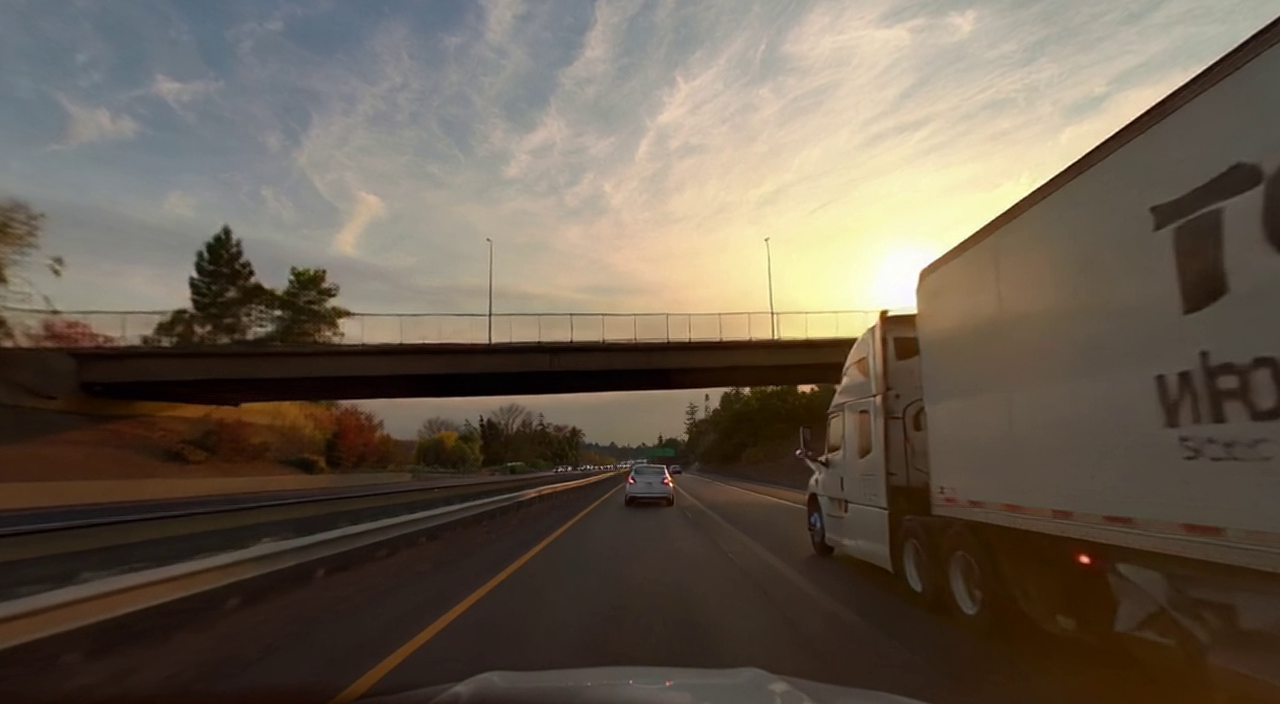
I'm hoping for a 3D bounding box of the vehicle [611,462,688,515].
[{"bbox_3d":[0.296,4.213,19.686,2.156,1.444,3.762,1,-10,1],"label":"vehicle"}]

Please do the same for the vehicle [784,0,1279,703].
[{"bbox_3d":[4.420,0.297,4.189,2.964,4.188,16.587,1,-10,0],"label":"vehicle"}]
